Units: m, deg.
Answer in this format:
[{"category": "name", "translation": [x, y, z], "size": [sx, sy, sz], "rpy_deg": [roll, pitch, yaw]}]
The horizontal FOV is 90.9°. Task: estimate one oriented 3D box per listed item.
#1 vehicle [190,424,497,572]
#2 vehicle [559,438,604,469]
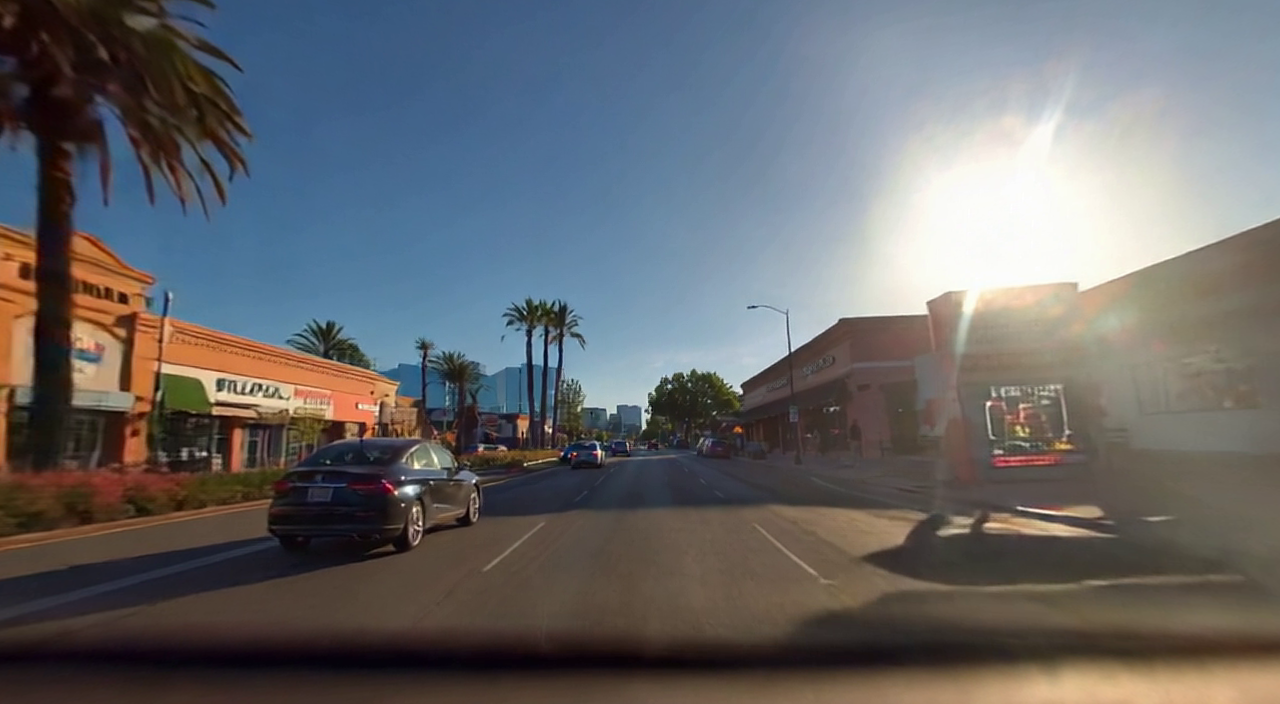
[{"category": "vehicle", "translation": [-3.599, 1.855, 8.814], "size": [2.032, 1.511, 4.424], "rpy_deg": [0, -9, 2]}, {"category": "vehicle", "translation": [-3.257, 5.775, 35.886], "size": [2.024, 1.636, 4.121], "rpy_deg": [0, -9, 1]}]
